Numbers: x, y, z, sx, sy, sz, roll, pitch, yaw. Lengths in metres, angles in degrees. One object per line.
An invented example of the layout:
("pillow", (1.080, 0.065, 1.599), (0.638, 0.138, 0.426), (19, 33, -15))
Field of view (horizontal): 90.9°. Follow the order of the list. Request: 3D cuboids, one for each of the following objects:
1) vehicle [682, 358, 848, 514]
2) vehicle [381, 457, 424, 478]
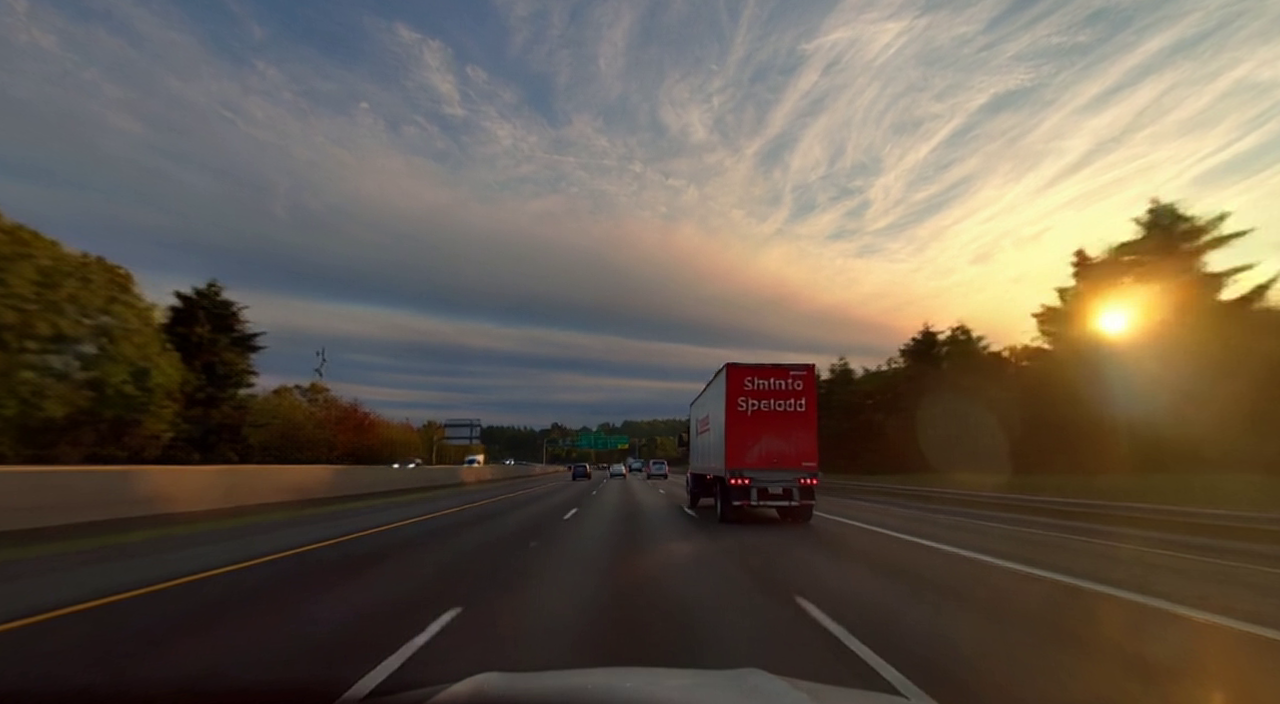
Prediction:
("vehicle", (3.925, 3.560, 24.518), (2.992, 4.300, 13.967), (1, -10, -3))
("vehicle", (-18.101, 8.854, 48.231), (1.882, 1.505, 3.868), (1, -10, -2))
